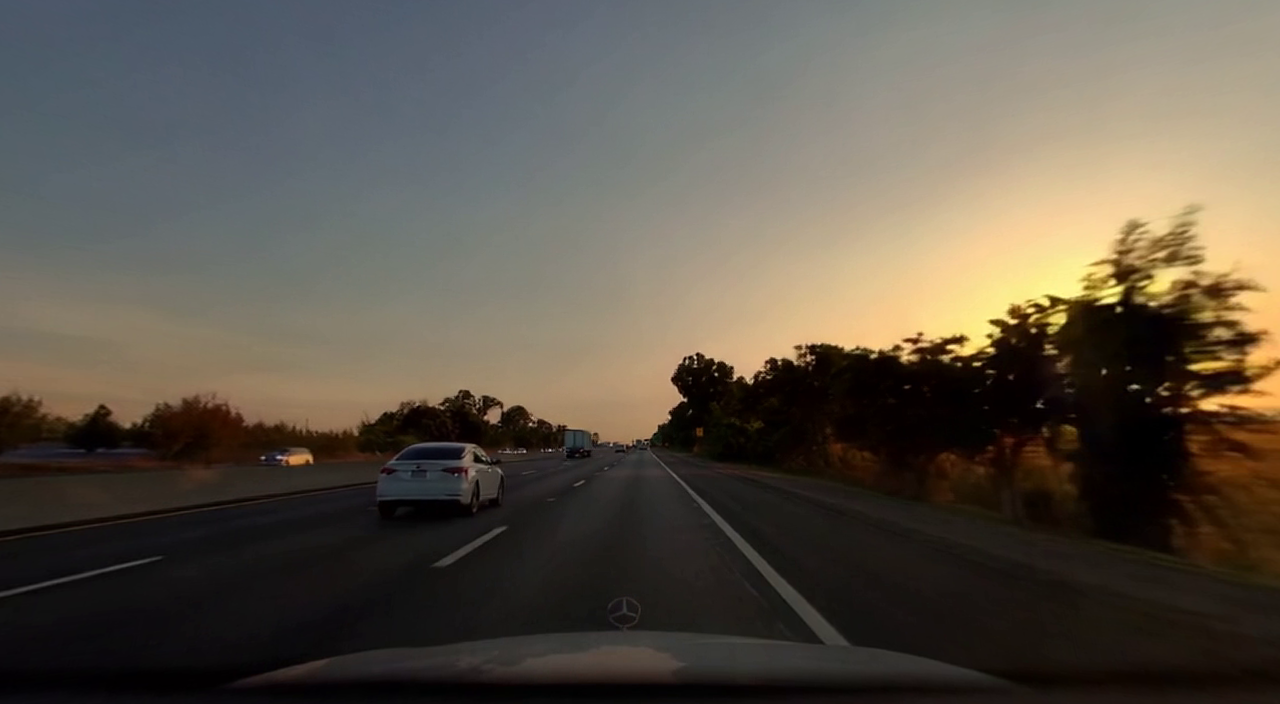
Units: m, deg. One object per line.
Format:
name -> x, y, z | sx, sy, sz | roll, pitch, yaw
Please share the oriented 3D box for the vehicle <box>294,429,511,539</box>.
vehicle -> -3.894, 2.258, 11.461 | 2.028, 1.553, 4.820 | 0, -9, 1
